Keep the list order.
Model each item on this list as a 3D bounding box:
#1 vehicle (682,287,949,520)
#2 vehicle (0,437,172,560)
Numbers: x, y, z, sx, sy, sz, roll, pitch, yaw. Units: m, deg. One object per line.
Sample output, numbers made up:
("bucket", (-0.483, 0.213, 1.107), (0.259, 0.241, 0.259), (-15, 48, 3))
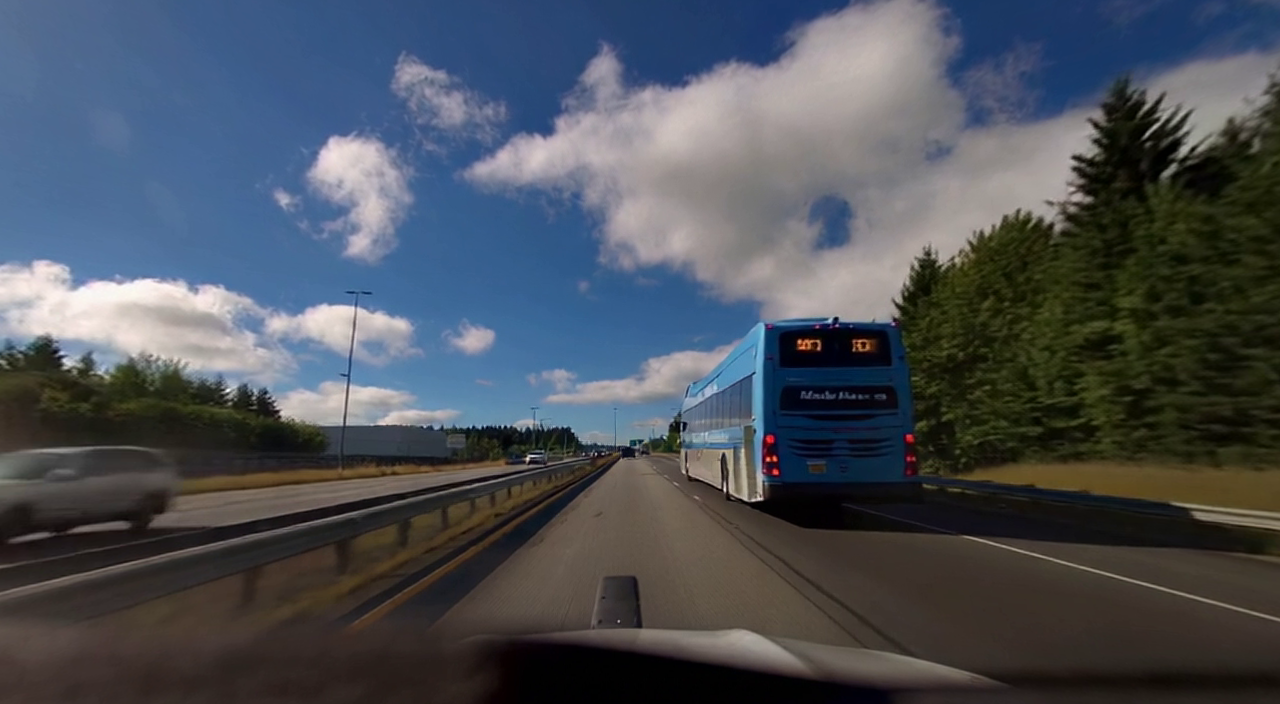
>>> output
("vehicle", (3.497, 1.909, 18.047), (3.277, 4.084, 14.213), (0, -9, -1))
("vehicle", (-8.890, 1.912, 8.417), (2.100, 1.499, 3.954), (0, -9, 0))
